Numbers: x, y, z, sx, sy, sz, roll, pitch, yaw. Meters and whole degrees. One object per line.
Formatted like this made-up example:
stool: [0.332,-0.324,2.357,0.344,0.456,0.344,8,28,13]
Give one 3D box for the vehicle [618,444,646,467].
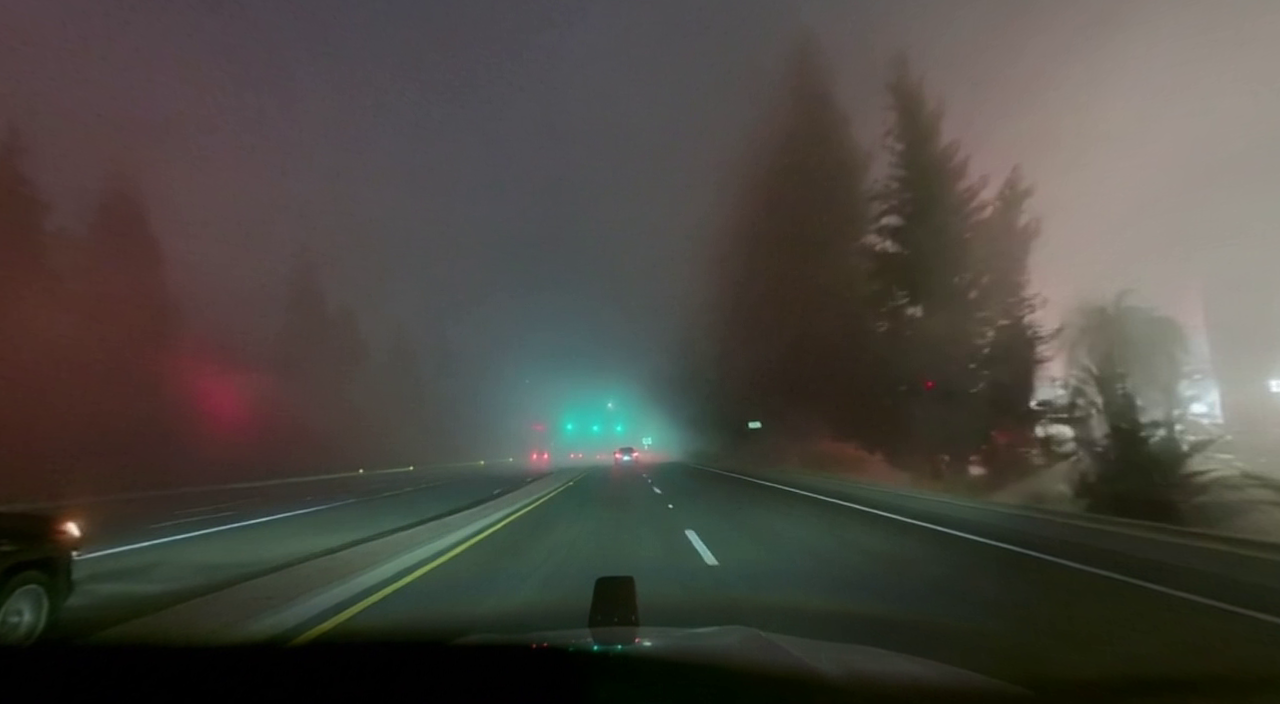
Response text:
vehicle: [-0.629,7.897,48.468,2.001,1.688,4.128,0,-8,-1]
